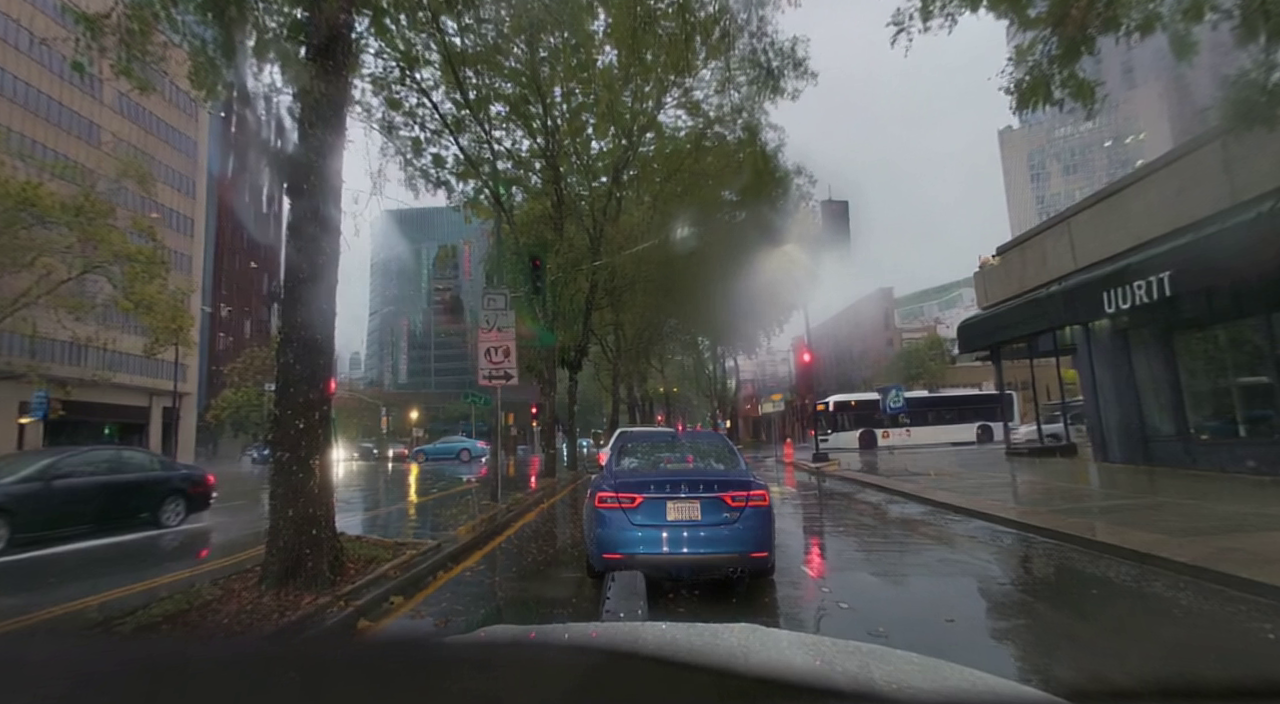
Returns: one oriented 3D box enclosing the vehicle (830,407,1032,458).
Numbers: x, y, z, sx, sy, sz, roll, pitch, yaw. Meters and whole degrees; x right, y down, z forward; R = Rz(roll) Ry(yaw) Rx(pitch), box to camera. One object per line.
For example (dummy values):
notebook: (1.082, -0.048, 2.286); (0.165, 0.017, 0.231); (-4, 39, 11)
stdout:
vehicle: (22.149, 6.284, 48.962); (13.811, 3.706, 2.997); (-1, -9, 5)

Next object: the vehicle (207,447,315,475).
vehicle: (-21.446, 6.154, 35.944); (1.883, 1.461, 4.830); (-5, -10, 32)

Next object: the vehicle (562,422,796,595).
vehicle: (0.367, 1.630, 7.394); (2.006, 1.470, 3.799); (0, -8, 1)

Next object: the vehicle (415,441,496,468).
vehicle: (-11.844, 6.553, 40.654); (4.561, 1.645, 1.892); (6, -10, -35)

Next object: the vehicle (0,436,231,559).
vehicle: (-8.913, 2.061, 9.573); (2.066, 1.506, 4.900); (0, -8, 1)
